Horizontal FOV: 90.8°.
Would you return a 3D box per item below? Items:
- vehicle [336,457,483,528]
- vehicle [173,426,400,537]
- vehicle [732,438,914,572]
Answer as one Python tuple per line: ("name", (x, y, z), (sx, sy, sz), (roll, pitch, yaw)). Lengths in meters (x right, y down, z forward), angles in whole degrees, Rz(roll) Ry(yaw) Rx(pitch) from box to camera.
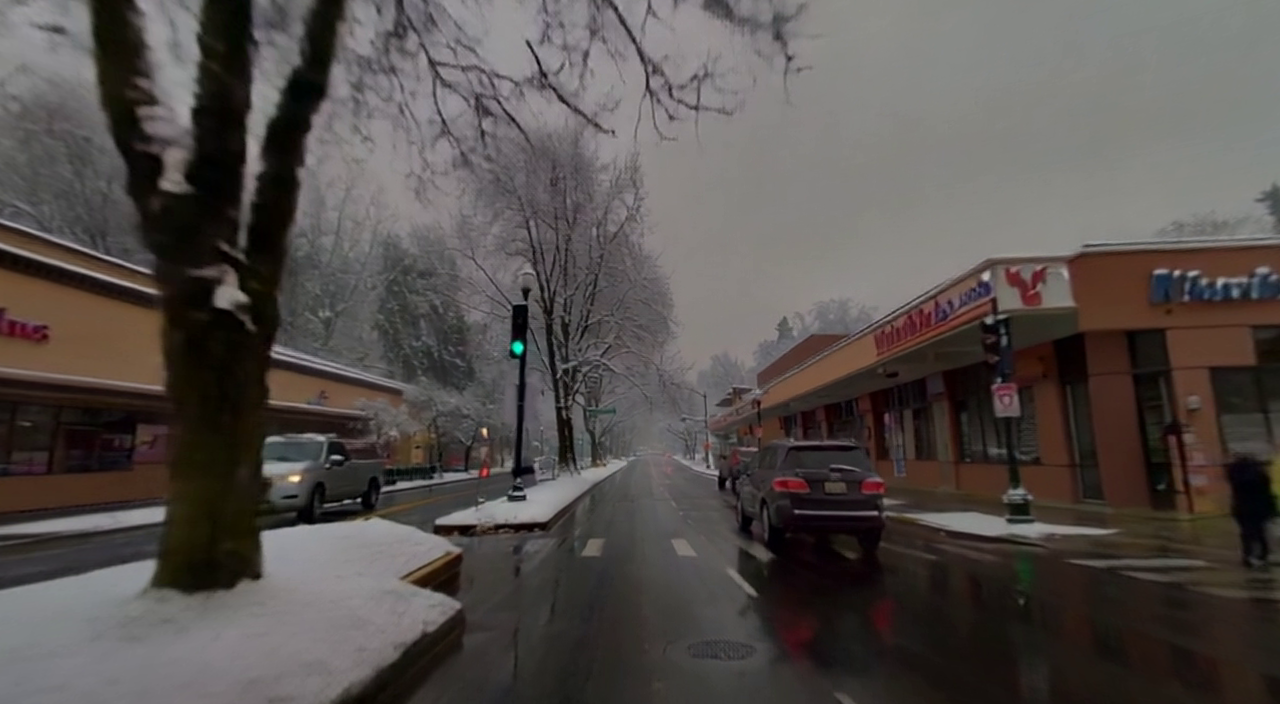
("vehicle", (-5.637, 3.474, 16.203), (1.983, 1.438, 4.559), (0, -8, 1))
("vehicle", (-8.672, 3.197, 16.473), (2.489, 2.323, 5.843), (0, -8, 0))
("vehicle", (2.531, 2.151, 9.477), (1.822, 1.654, 2.794), (0, -8, -1))
